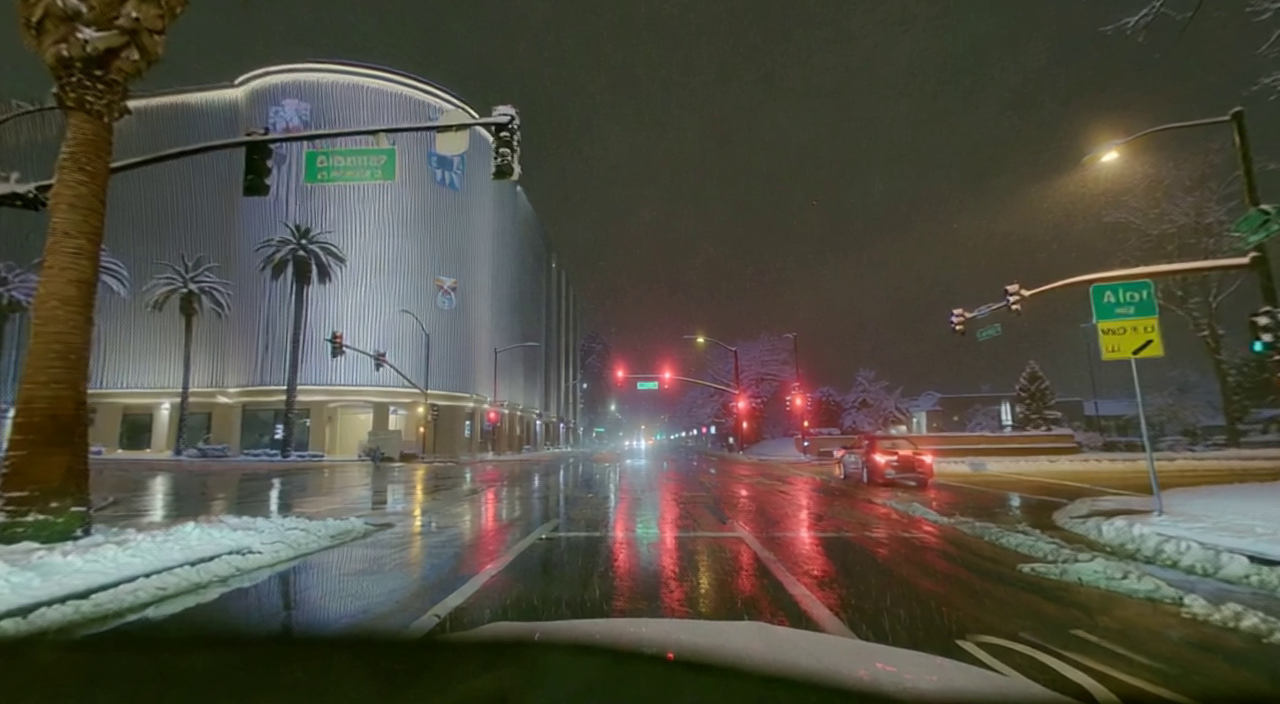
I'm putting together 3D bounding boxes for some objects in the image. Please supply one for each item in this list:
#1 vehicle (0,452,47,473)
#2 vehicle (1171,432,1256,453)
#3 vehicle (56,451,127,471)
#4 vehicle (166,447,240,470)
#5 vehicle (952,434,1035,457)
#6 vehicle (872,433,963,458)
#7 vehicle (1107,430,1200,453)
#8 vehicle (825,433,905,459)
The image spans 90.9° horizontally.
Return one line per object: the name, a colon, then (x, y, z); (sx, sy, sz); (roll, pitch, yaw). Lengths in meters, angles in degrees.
vehicle: (-48.060, 8.416, 48.135); (3.786, 1.555, 1.702); (0, -8, 2)
vehicle: (42.100, 6.634, 46.305); (4.437, 1.469, 1.811); (0, -8, 0)
vehicle: (-41.728, 8.305, 48.010); (3.698, 1.467, 1.779); (0, -8, -1)
vehicle: (-33.239, 8.104, 48.004); (4.136, 1.661, 1.857); (0, -8, 0)
vehicle: (23.524, 6.208, 42.008); (4.423, 1.465, 1.798); (0, -8, 0)
vehicle: (16.903, 5.733, 38.504); (4.684, 1.461, 1.777); (0, -8, -1)
vehicle: (33.818, 5.933, 41.579); (4.567, 1.458, 1.791); (0, -8, 0)
vehicle: (15.022, 6.282, 42.250); (4.648, 1.665, 1.910); (0, -8, -1)
